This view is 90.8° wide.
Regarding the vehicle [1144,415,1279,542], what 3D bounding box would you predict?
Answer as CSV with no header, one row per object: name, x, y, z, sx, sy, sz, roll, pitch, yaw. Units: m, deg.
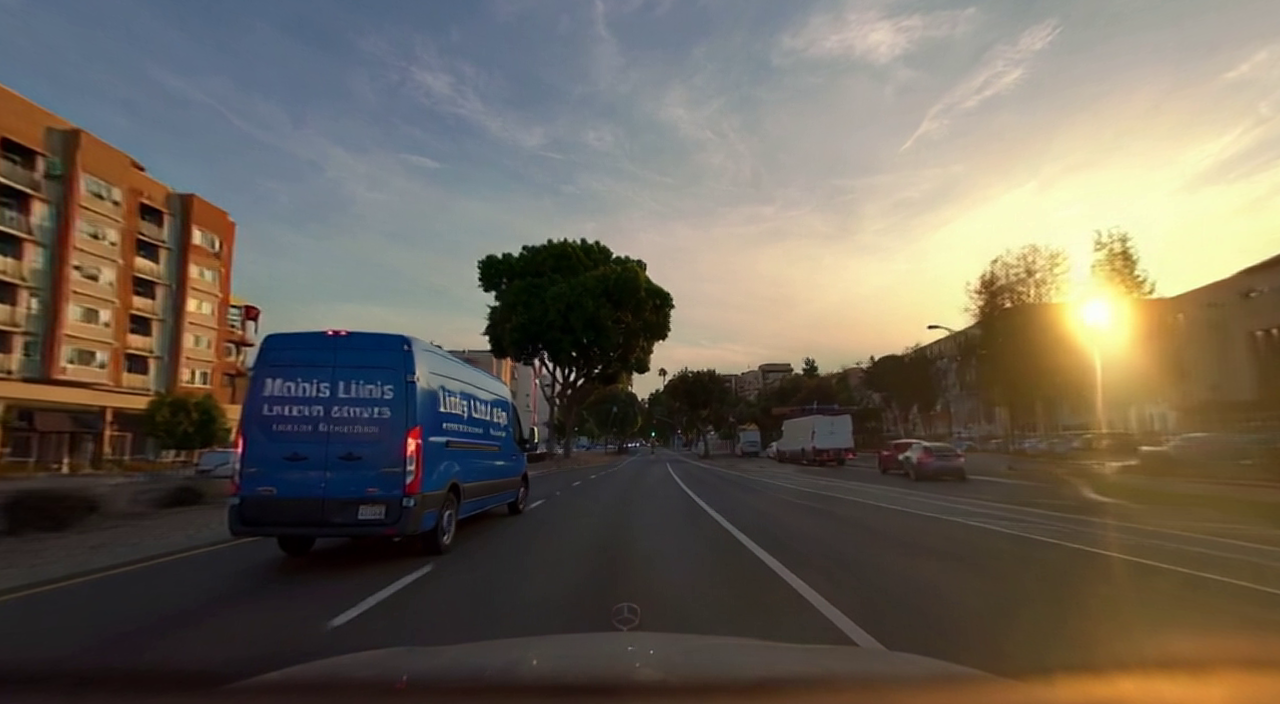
vehicle,9.245,1.646,8.259,1.814,1.646,4.133,0,-8,-1

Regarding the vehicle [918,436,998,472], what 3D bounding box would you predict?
vehicle,16.588,5.254,32.871,4.698,1.726,2.046,7,-11,-41

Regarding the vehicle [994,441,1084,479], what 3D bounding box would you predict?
vehicle,16.528,4.404,26.059,4.307,1.438,1.923,8,-12,-42

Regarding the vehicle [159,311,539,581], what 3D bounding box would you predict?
vehicle,-3.788,1.556,10.799,2.763,2.974,7.562,0,-8,1

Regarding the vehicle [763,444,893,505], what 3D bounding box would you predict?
vehicle,4.987,3.296,17.650,2.127,1.439,5.034,0,-8,1

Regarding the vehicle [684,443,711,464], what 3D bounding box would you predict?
vehicle,4.392,7.812,48.678,1.878,1.534,4.120,-1,-8,3

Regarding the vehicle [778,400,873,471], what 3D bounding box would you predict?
vehicle,9.401,4.410,33.045,2.882,3.208,7.609,-1,-8,2
